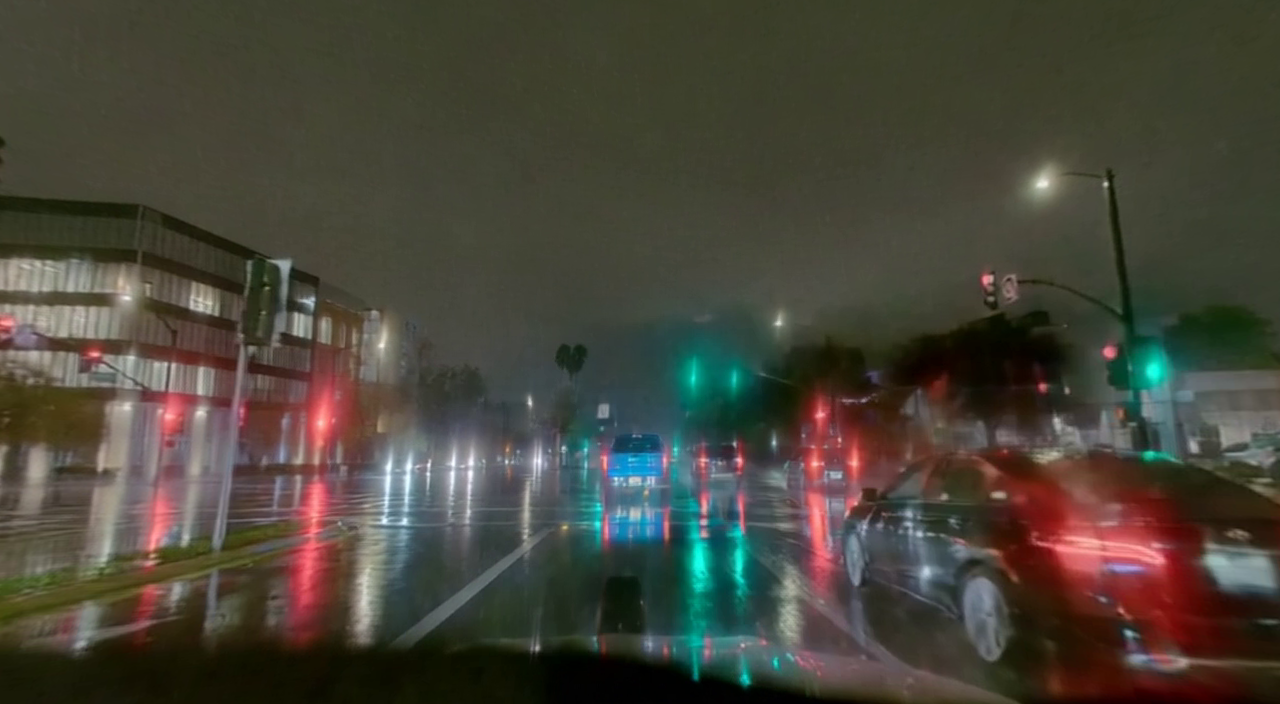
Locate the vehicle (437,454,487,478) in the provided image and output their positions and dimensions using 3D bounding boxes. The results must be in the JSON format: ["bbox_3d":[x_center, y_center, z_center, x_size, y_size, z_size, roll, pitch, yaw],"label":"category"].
[{"bbox_3d":[-11.708,7.513,41.884,1.989,1.459,4.667,0,-8,0],"label":"vehicle"}]

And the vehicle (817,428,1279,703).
[{"bbox_3d":[3.196,1.437,5.338,2.057,1.463,4.365,0,-8,-1],"label":"vehicle"}]

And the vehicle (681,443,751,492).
[{"bbox_3d":[2.904,4.497,25.117,2.013,1.742,4.424,0,-8,-2],"label":"vehicle"}]

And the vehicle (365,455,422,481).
[{"bbox_3d":[-15.789,7.423,40.695,1.915,1.491,4.347,0,-8,0],"label":"vehicle"}]

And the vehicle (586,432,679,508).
[{"bbox_3d":[-0.238,3.317,18.282,2.344,1.883,4.572,0,-8,-1],"label":"vehicle"}]
